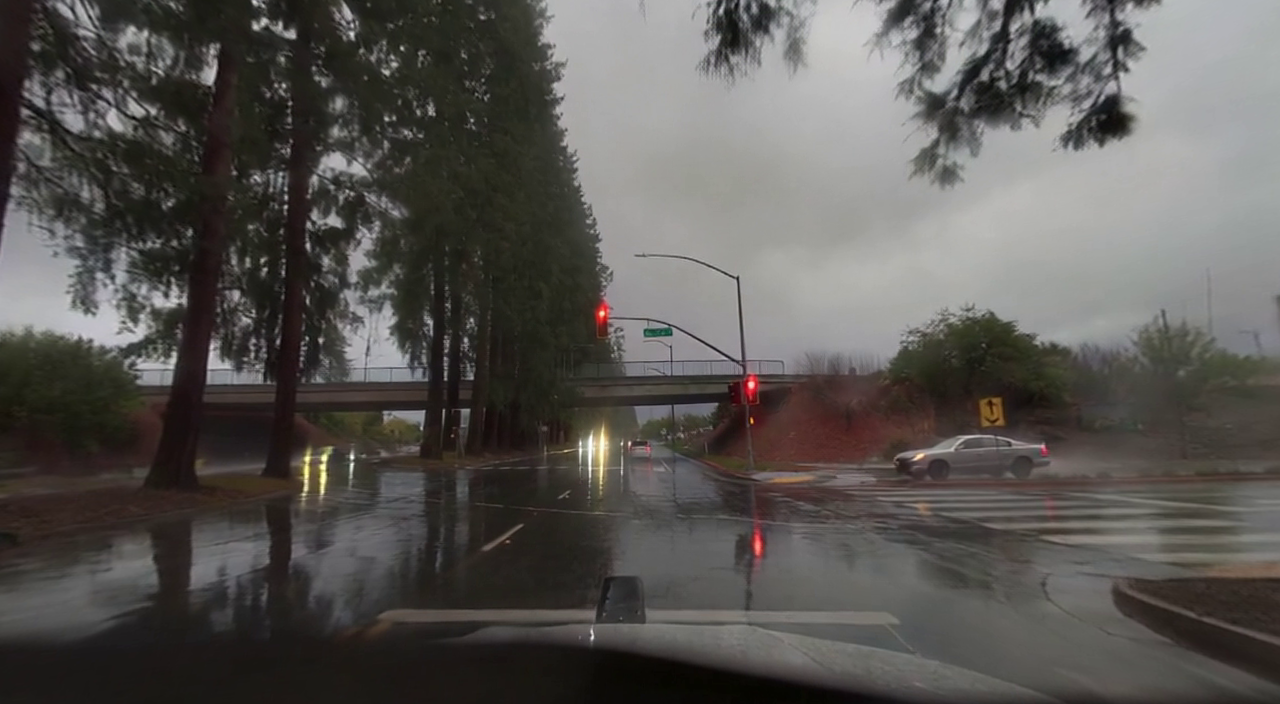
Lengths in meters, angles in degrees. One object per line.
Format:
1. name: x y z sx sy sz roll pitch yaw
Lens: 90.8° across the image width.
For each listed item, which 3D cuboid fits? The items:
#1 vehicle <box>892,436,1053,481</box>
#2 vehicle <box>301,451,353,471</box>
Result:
1. vehicle: 11.517 3.680 22.041 4.691 1.466 1.800 1 -9 -7
2. vehicle: -24.072 8.371 48.727 1.834 1.482 4.310 0 -9 -1
